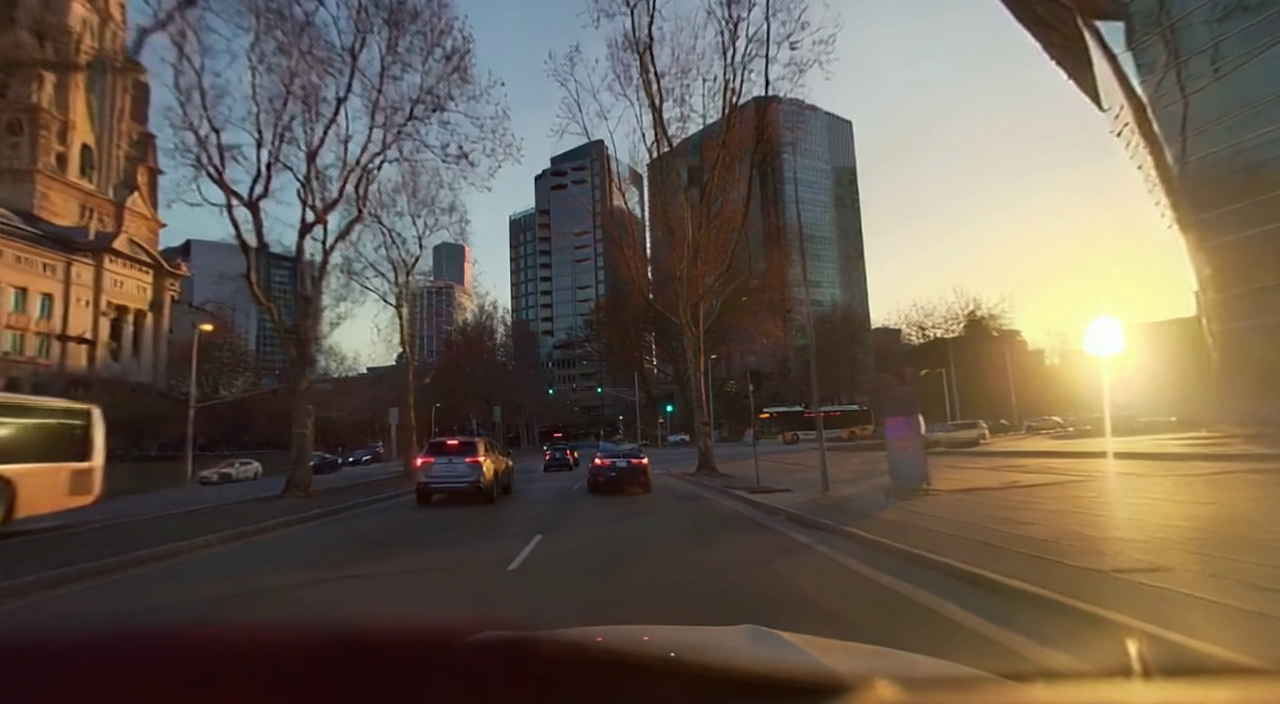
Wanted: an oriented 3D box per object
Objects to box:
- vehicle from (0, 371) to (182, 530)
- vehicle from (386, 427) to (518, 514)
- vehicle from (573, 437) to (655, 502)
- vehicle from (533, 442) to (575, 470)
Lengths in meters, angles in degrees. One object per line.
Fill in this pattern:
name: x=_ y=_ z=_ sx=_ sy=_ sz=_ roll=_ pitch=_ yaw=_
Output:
vehicle: x=-15.102 y=2.233 z=14.304 sx=2.804 sy=3.352 sz=8.895 roll=0 pitch=-9 yaw=-1
vehicle: x=-3.940 y=2.541 z=13.903 sx=1.848 sy=1.641 sz=3.686 roll=0 pitch=-9 yaw=-2
vehicle: x=-0.683 y=3.074 z=16.826 sx=1.933 sy=1.504 sz=3.802 roll=1 pitch=-9 yaw=-2
vehicle: x=-4.831 y=5.885 z=35.891 sx=1.961 sy=1.517 sz=4.202 roll=1 pitch=-9 yaw=-3
